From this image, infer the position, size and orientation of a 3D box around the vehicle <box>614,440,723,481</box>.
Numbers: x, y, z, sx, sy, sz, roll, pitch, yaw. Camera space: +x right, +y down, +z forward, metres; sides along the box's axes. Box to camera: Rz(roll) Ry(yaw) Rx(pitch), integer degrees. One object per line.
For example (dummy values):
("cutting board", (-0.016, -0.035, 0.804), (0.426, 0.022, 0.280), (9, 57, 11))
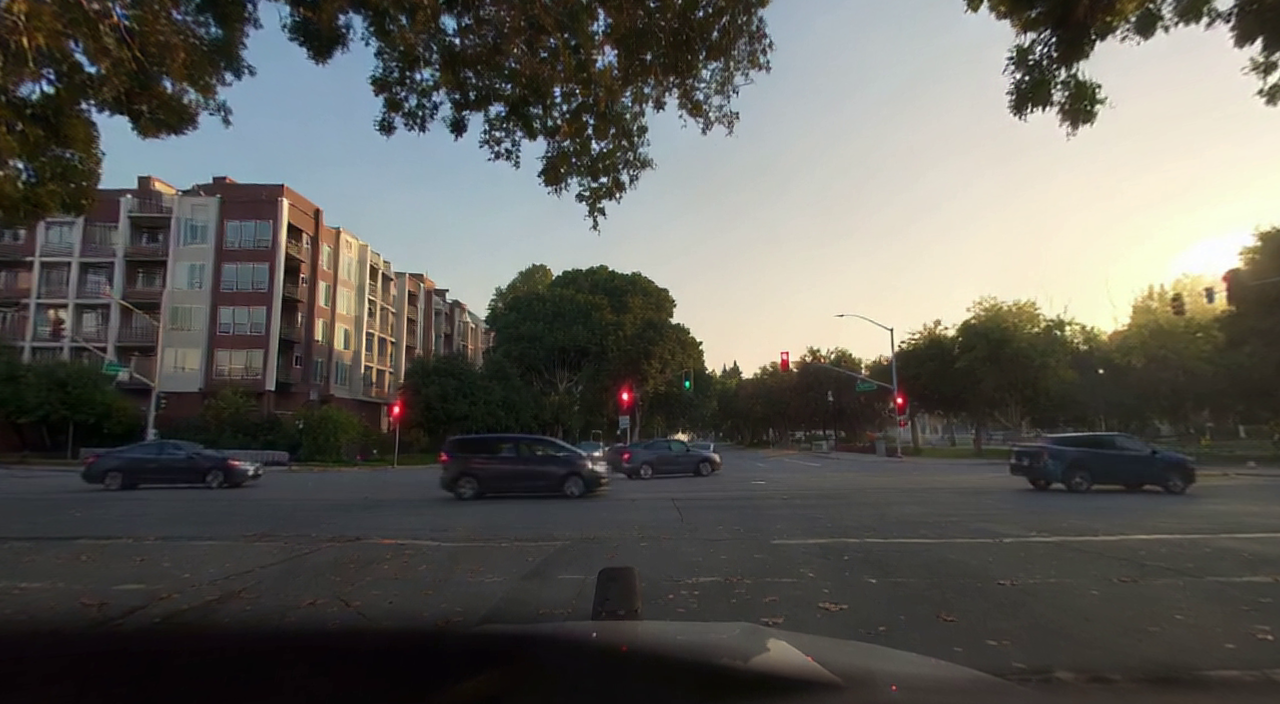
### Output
("vehicle", (1.265, 4.517, 26.572), (4.397, 1.569, 1.955), (7, -11, -39))

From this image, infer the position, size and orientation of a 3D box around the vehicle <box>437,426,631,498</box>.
("vehicle", (-2.805, 2.991, 17.424), (4.923, 1.800, 2.153), (1, -8, -6))

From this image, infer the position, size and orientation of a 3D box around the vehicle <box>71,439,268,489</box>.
("vehicle", (-14.533, 3.471, 19.791), (4.424, 1.454, 2.043), (1, -8, -7))

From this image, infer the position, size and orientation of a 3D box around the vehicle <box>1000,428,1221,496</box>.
("vehicle", (14.561, 3.384, 19.799), (5.101, 1.940, 2.468), (1, -8, -6))
